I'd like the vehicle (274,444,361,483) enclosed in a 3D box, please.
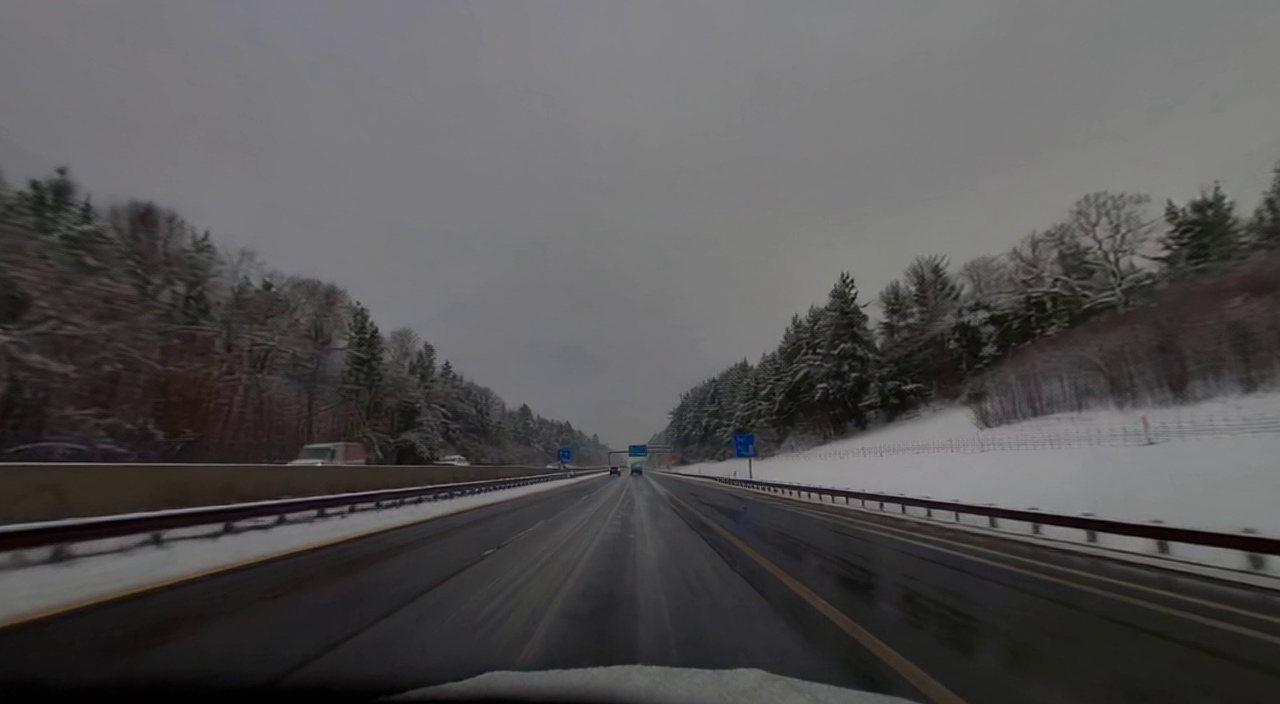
[{"bbox_3d":[-17.318,6.055,34.149,2.202,1.949,4.821,1,-10,-1],"label":"vehicle"}]

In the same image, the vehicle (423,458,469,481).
[{"bbox_3d":[-13.587,8.282,44.323,1.892,1.505,3.912,1,-10,0],"label":"vehicle"}]
